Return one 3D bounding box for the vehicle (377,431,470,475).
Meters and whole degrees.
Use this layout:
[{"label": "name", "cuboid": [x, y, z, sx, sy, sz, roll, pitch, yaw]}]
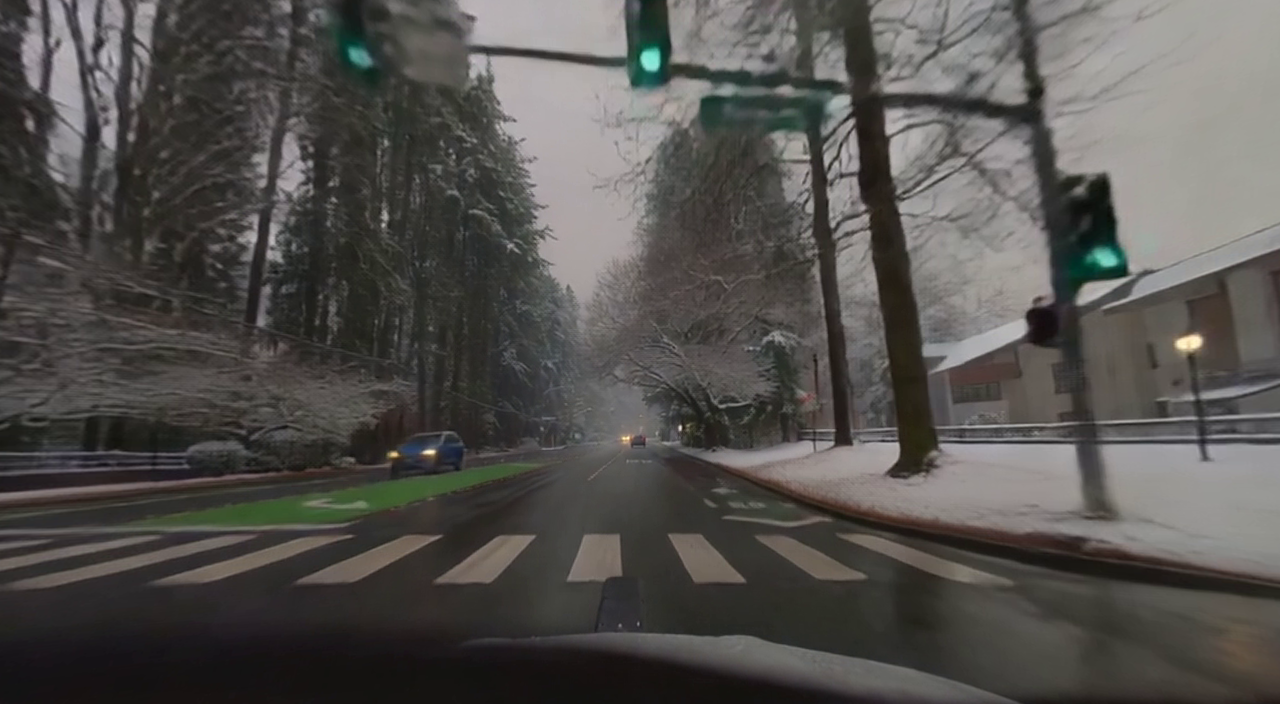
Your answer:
[{"label": "vehicle", "cuboid": [-9.406, 4.465, 28.005, 2.248, 1.761, 4.918, 0, -9, 2]}]
